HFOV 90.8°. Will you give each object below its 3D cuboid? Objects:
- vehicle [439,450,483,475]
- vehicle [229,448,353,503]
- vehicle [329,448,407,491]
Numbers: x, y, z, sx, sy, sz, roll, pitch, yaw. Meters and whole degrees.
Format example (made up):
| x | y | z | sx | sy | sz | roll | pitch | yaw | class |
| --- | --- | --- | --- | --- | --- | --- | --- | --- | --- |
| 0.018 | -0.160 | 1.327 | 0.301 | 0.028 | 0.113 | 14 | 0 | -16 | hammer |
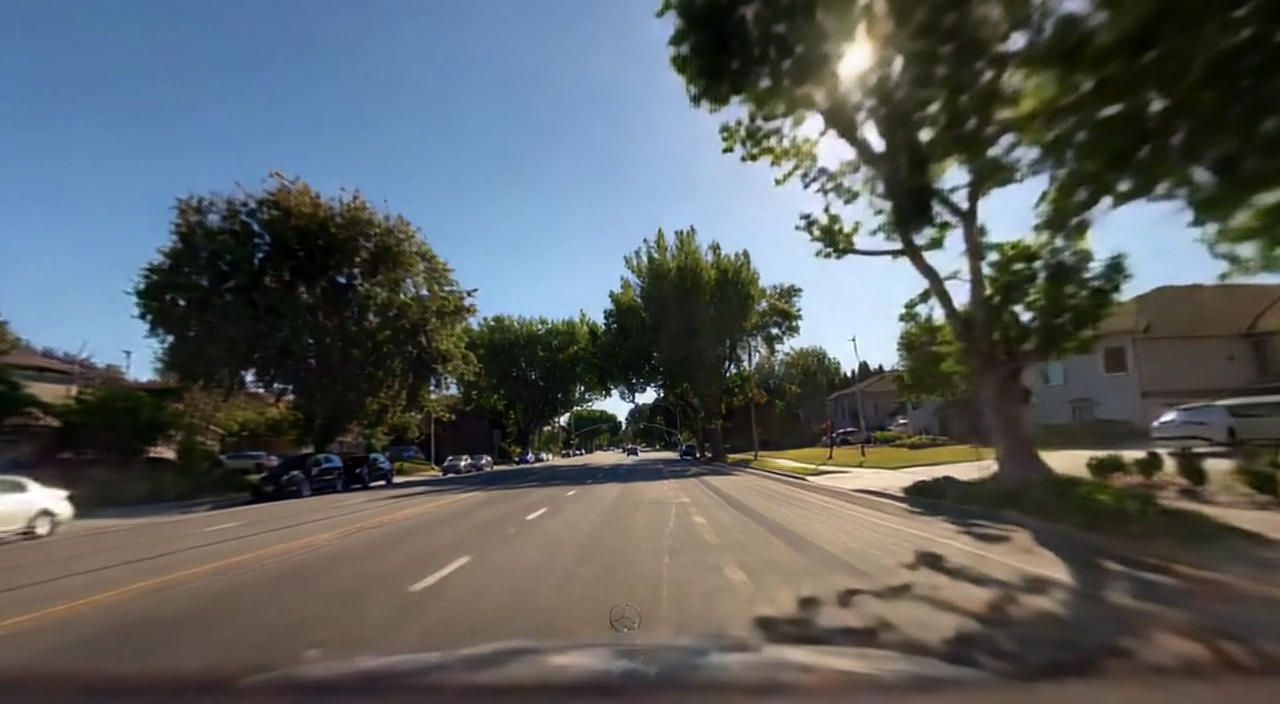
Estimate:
| x | y | z | sx | sy | sz | roll | pitch | yaw | class |
| --- | --- | --- | --- | --- | --- | --- | --- | --- | --- |
| -12.611 | 7.788 | 44.708 | 1.828 | 1.510 | 4.149 | -4 | -8 | 0 | vehicle |
| -12.879 | 4.537 | 23.788 | 1.882 | 1.775 | 4.904 | 0 | -8 | 0 | vehicle |
| -12.608 | 5.431 | 29.554 | 1.882 | 1.727 | 3.945 | -3 | -8 | 1 | vehicle |
